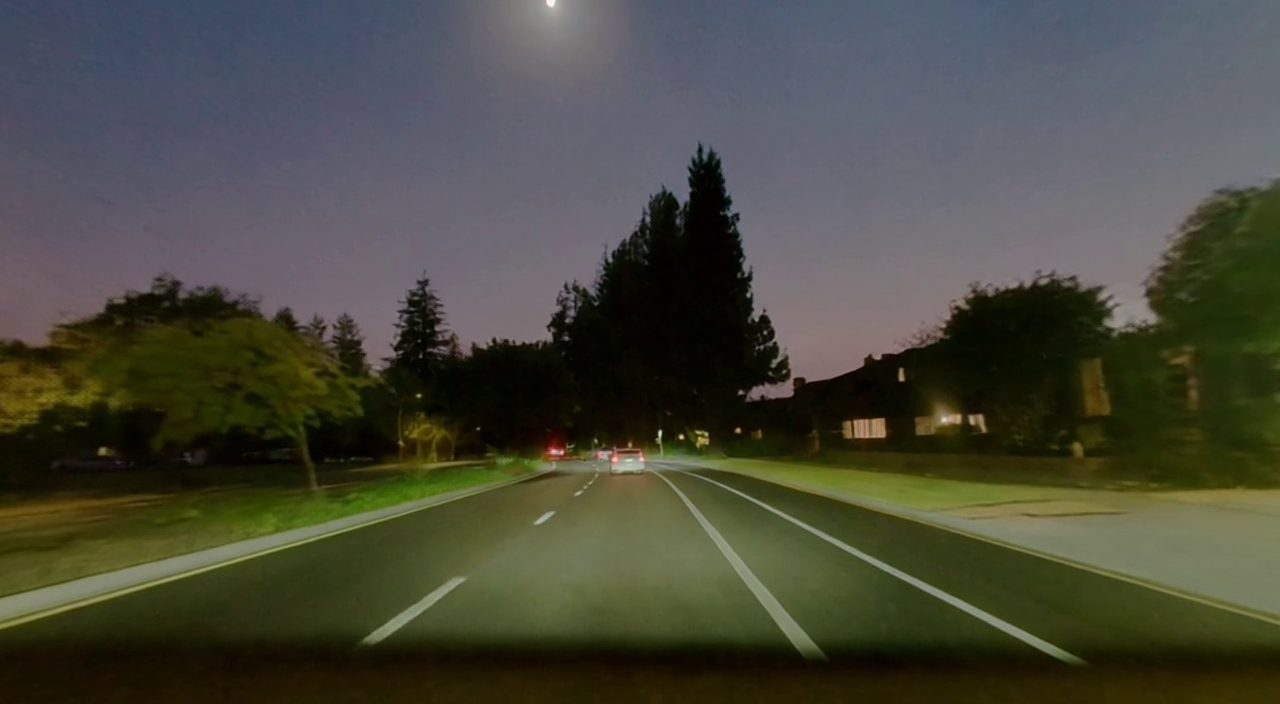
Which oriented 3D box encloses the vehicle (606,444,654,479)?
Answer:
[{"bbox_3d":[-0.519,4.935,28.767,2.009,1.456,4.003,0,-8,-3],"label":"vehicle"}]
